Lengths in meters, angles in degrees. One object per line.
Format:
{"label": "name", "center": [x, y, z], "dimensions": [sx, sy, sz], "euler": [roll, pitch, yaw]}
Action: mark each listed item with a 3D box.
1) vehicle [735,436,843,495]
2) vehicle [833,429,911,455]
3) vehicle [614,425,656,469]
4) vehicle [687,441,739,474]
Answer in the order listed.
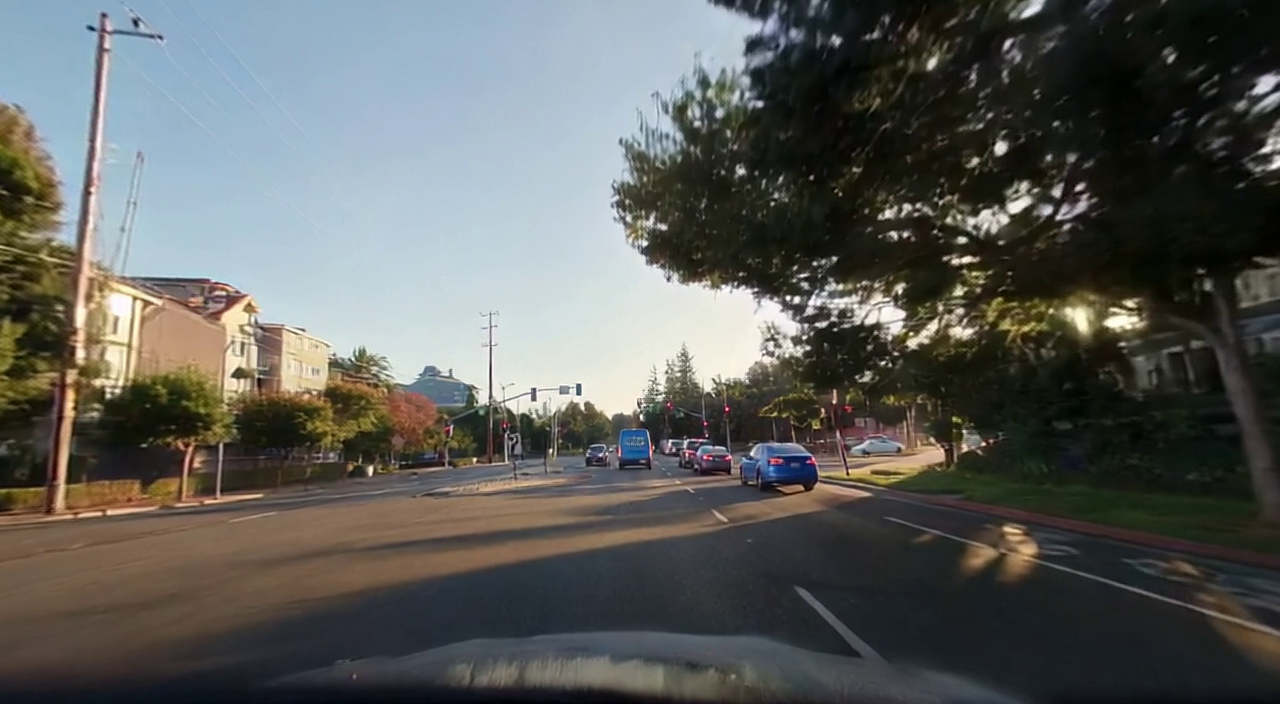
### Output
{"label": "vehicle", "center": [4.192, 3.289, 18.628], "dimensions": [1.967, 1.506, 4.968], "euler": [0, -9, 0]}
{"label": "vehicle", "center": [16.668, 6.511, 45.405], "dimensions": [4.842, 1.792, 1.963], "euler": [0, -9, 0]}
{"label": "vehicle", "center": [-0.308, 5.908, 39.189], "dimensions": [2.422, 2.488, 4.992], "euler": [0, -9, 0]}
{"label": "vehicle", "center": [3.497, 5.132, 30.889], "dimensions": [1.951, 1.483, 4.582], "euler": [0, -9, -1]}
